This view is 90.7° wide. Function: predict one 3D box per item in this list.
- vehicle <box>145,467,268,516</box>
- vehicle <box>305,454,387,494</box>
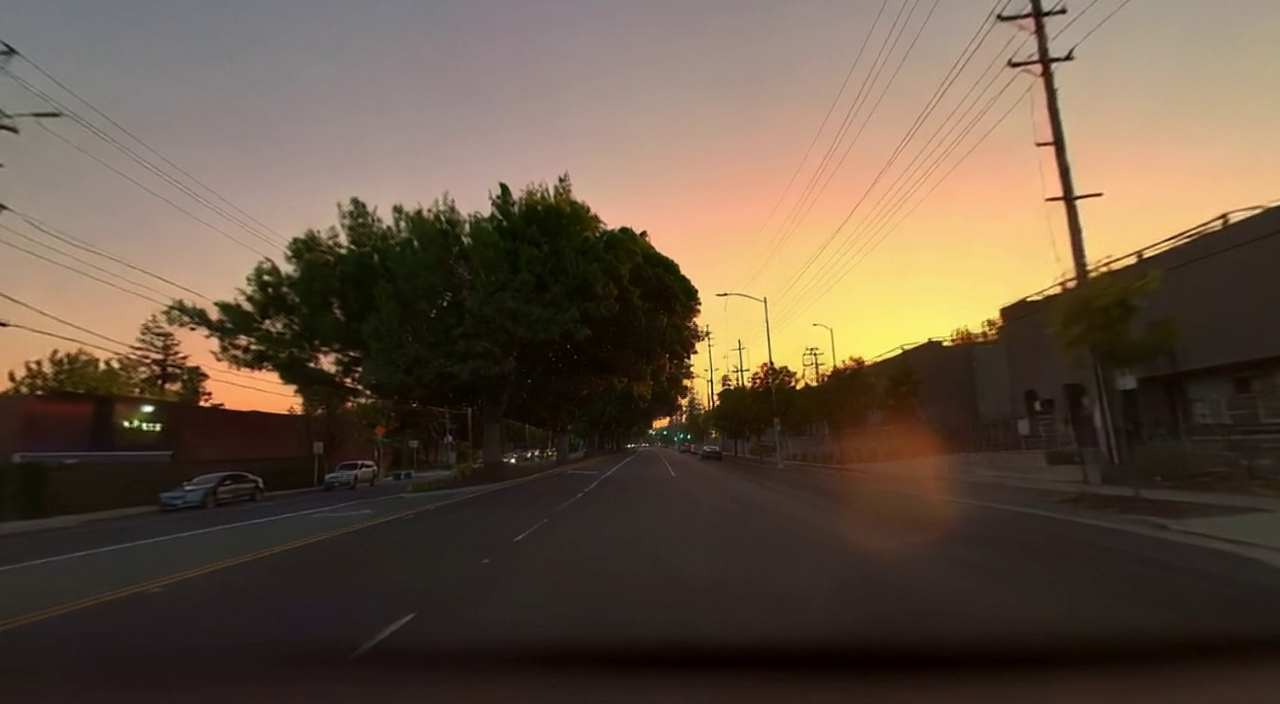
[{"bbox_3d":[-17.595,5.650,25.995,1.931,1.501,4.564,-6,-9,-1],"label":"vehicle"},{"bbox_3d":[-17.564,7.259,38.134,2.228,1.969,5.694,-6,-9,-1],"label":"vehicle"}]
